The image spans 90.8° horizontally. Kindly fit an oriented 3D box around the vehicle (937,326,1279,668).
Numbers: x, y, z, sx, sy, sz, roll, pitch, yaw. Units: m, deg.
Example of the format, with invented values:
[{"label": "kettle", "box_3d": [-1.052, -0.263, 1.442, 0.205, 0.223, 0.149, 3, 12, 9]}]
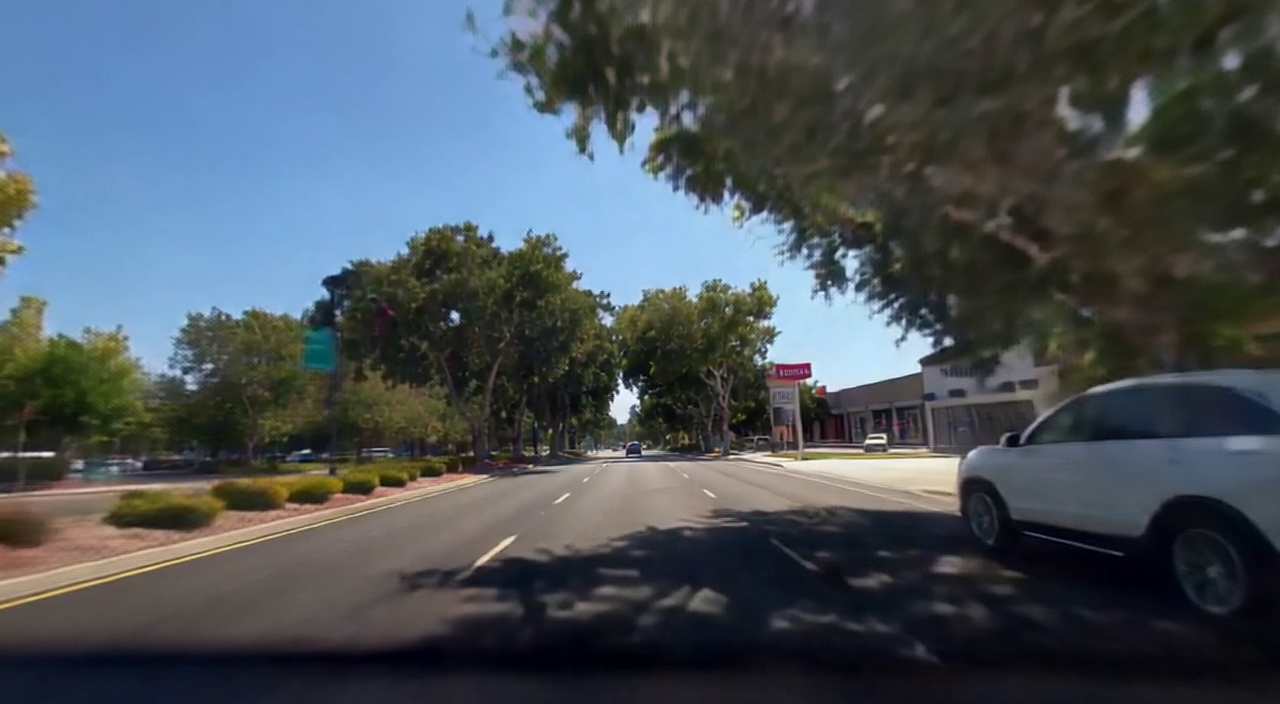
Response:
[{"label": "vehicle", "box_3d": [4.772, 1.045, 5.070, 2.185, 1.956, 5.128, 0, -8, -1]}]
